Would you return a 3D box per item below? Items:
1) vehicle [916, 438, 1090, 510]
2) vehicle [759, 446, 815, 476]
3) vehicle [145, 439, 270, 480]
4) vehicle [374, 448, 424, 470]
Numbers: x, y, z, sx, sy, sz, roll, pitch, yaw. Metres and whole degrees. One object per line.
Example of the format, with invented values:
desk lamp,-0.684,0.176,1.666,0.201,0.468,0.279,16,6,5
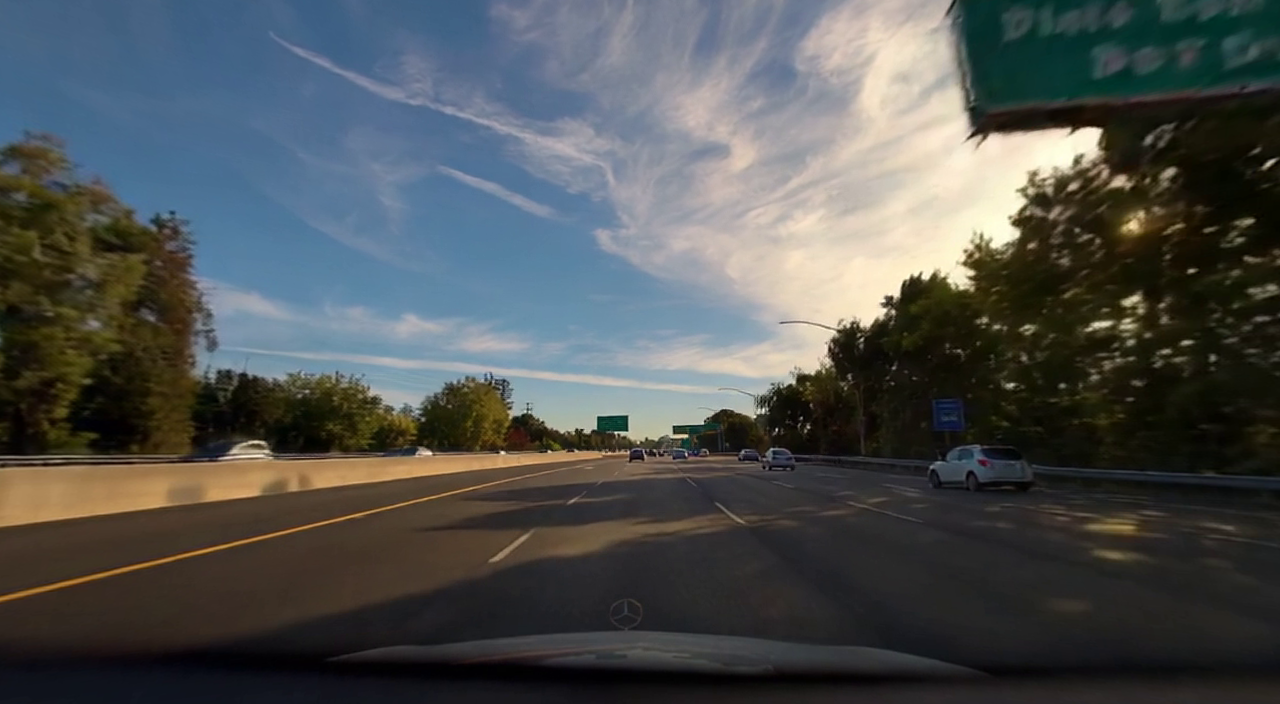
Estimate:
vehicle,9.444,3.180,16.997,2.090,1.643,4.513,0,-9,2
vehicle,7.803,5.820,34.023,1.861,1.500,4.860,0,-9,0
vehicle,-22.138,5.524,32.730,2.170,1.907,5.847,0,-9,2
vehicle,-18.206,8.077,47.934,1.883,1.612,4.388,0,-9,3
